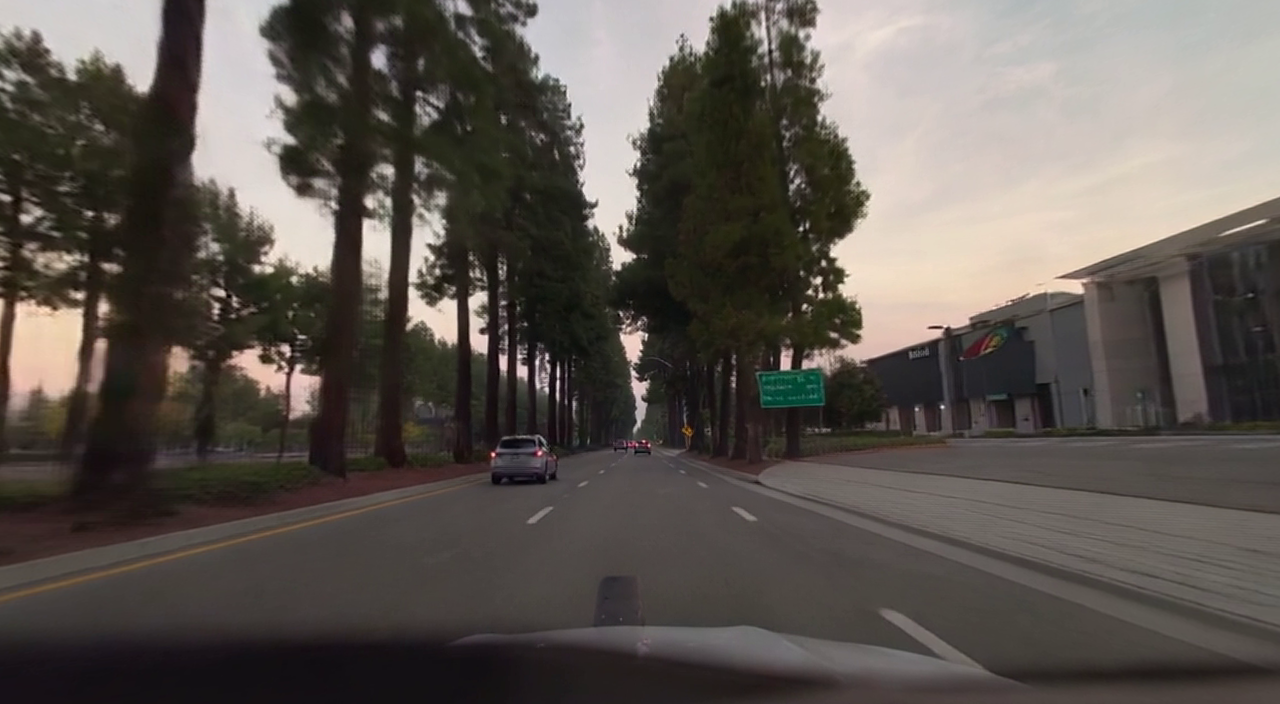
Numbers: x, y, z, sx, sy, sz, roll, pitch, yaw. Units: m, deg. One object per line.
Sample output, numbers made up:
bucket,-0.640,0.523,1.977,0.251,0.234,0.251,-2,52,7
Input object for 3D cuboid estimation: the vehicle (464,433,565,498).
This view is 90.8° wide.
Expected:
vehicle,-3.367,3.119,17.789,1.942,1.588,4.172,0,-8,1
